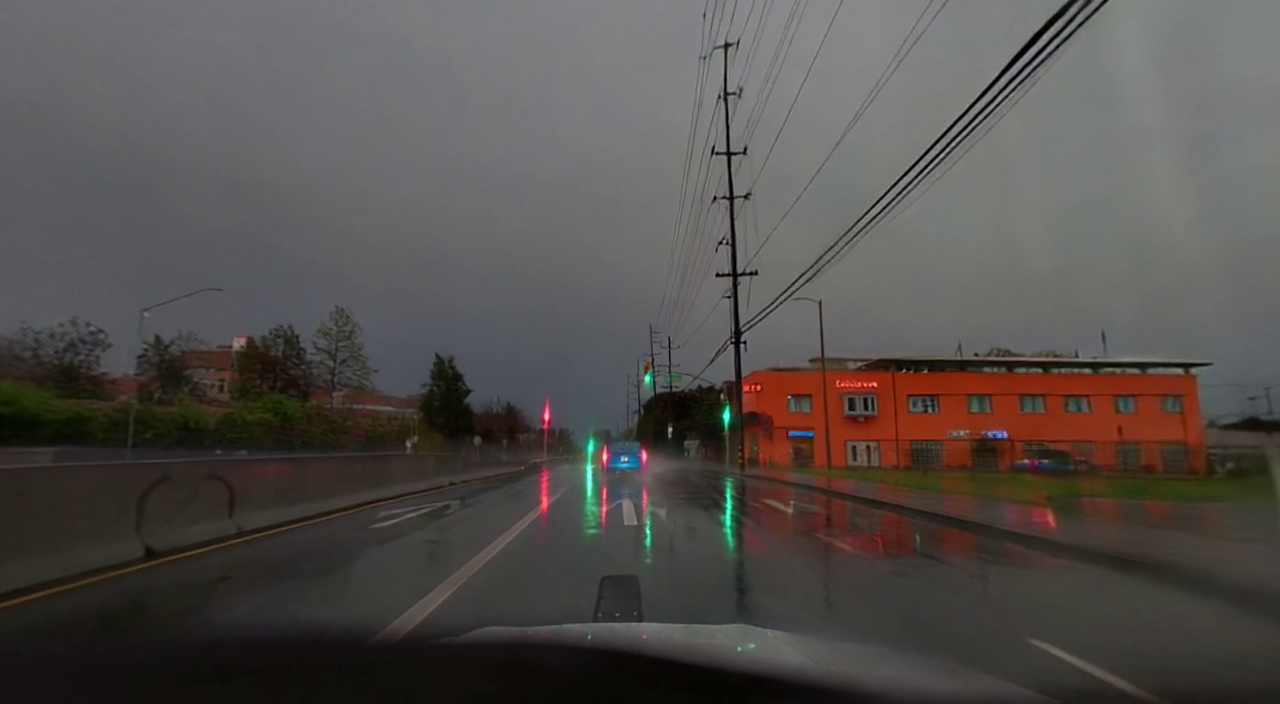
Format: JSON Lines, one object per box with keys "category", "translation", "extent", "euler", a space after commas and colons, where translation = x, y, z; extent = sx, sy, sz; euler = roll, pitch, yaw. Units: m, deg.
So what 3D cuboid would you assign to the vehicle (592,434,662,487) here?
{"category": "vehicle", "translation": [-0.440, 3.542, 20.978], "extent": [2.123, 1.566, 3.662], "euler": [0, -8, -1]}
